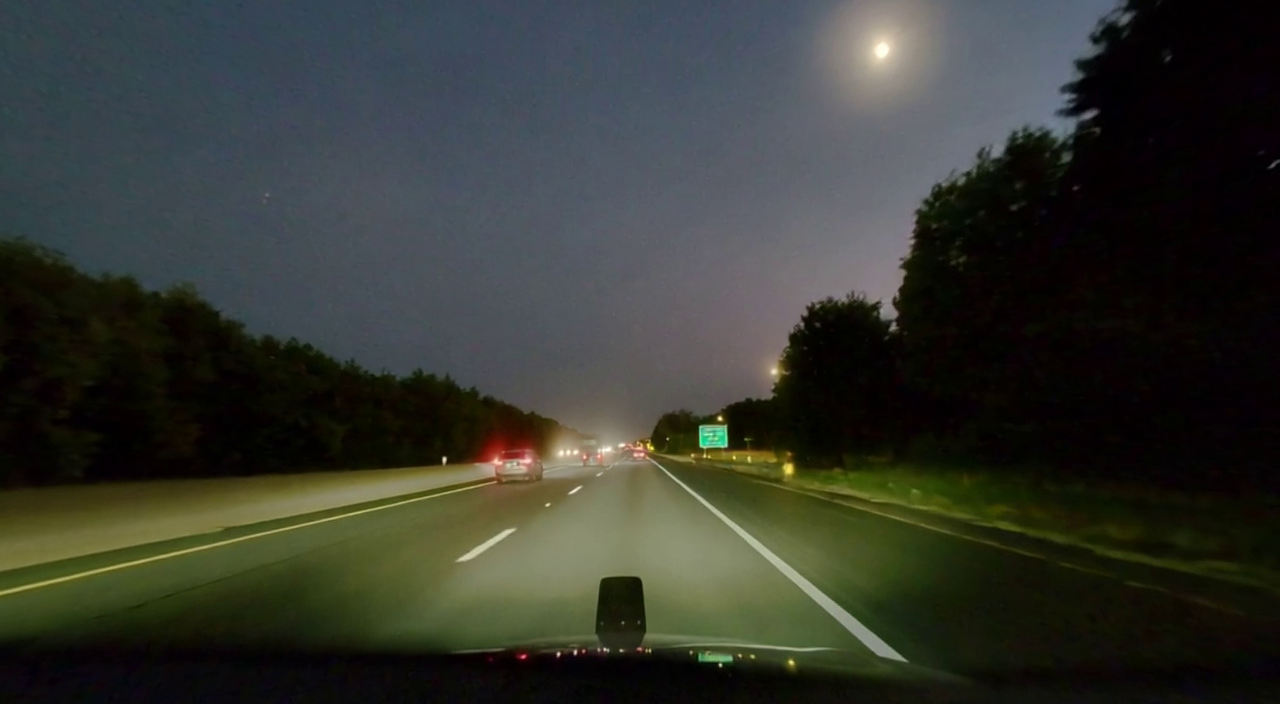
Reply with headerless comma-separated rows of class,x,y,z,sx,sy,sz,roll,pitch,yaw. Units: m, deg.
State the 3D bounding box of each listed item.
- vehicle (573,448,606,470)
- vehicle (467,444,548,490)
vehicle,-3.490,7.521,44.384,2.005,1.474,3.921,0,-9,0
vehicle,-4.724,4.176,23.159,1.975,1.501,4.603,0,-9,0
